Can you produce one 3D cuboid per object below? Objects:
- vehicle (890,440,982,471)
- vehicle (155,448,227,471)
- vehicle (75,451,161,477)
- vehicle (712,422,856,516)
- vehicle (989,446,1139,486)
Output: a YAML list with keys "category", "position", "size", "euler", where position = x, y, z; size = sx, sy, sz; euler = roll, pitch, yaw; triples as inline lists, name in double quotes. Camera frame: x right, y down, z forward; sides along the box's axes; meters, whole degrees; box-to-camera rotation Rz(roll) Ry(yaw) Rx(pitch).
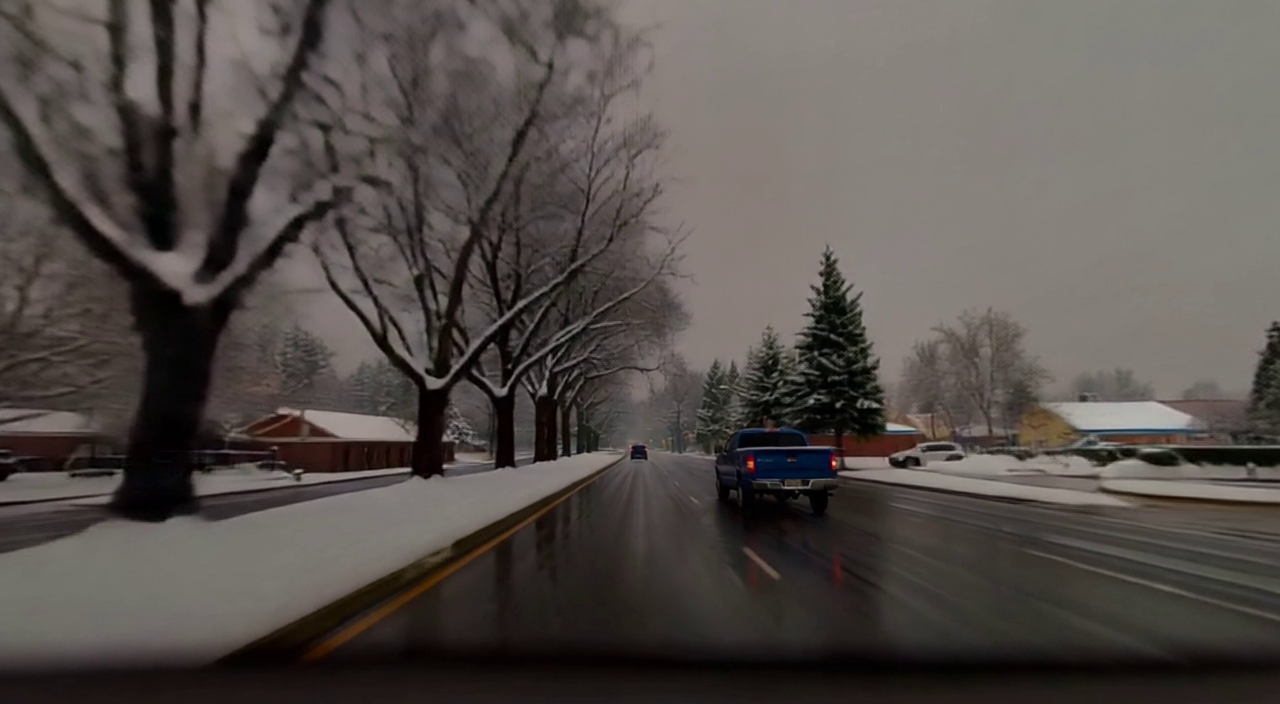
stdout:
- category: "vehicle"
  position: [17.635, 6.183, 37.887]
  size: [4.747, 1.761, 2.043]
  euler: [-4, -9, 22]
- category: "vehicle"
  position: [-29.414, 7.017, 41.432]
  size: [3.413, 1.459, 1.669]
  euler: [0, -9, 0]
- category: "vehicle"
  position: [-29.670, 6.387, 35.989]
  size: [3.386, 1.402, 1.598]
  euler: [0, -9, -2]
- category: "vehicle"
  position: [3.140, 2.707, 15.163]
  size: [2.138, 1.836, 5.245]
  euler: [0, -9, -1]
- category: "vehicle"
  position: [17.003, 4.573, 25.685]
  size: [4.721, 1.462, 2.028]
  euler: [-4, -9, 25]
